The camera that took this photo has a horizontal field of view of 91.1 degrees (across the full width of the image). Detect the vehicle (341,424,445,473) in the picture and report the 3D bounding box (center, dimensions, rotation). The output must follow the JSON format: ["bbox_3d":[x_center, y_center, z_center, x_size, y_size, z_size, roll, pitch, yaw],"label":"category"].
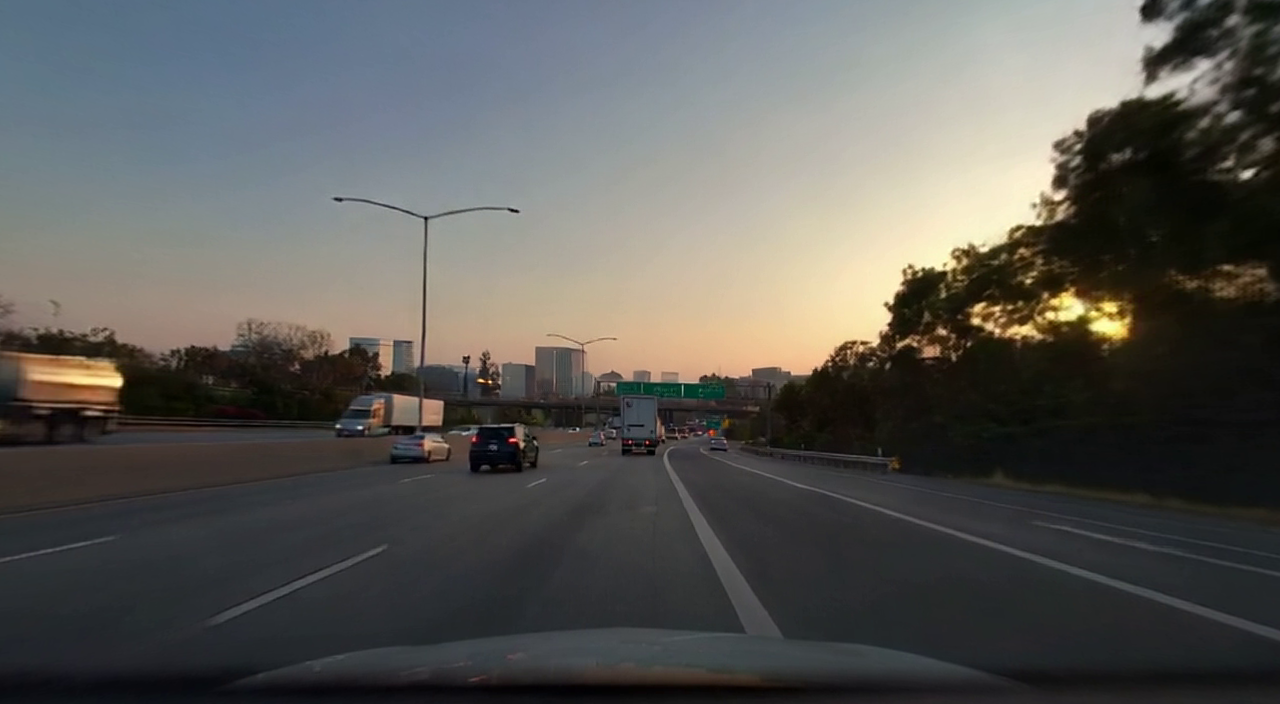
[{"bbox_3d":[-8.228,3.239,21.319,1.845,1.493,3.799,0,-7,2],"label":"vehicle"}]

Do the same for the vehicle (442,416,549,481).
[{"bbox_3d":[-4.354,2.988,19.806,2.119,1.787,4.655,0,-7,2],"label":"vehicle"}]

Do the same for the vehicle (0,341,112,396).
[{"bbox_3d":[-24.075,0.730,24.769,1.990,1.703,5.121,0,-7,1],"label":"vehicle"}]

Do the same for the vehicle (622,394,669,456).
[{"bbox_3d":[0.445,5.435,46.313,3.024,4.019,10.605,0,-7,1],"label":"vehicle"}]

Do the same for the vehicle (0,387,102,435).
[{"bbox_3d":[-24.060,2.338,24.255,1.990,1.703,5.121,0,-7,1],"label":"vehicle"}]
